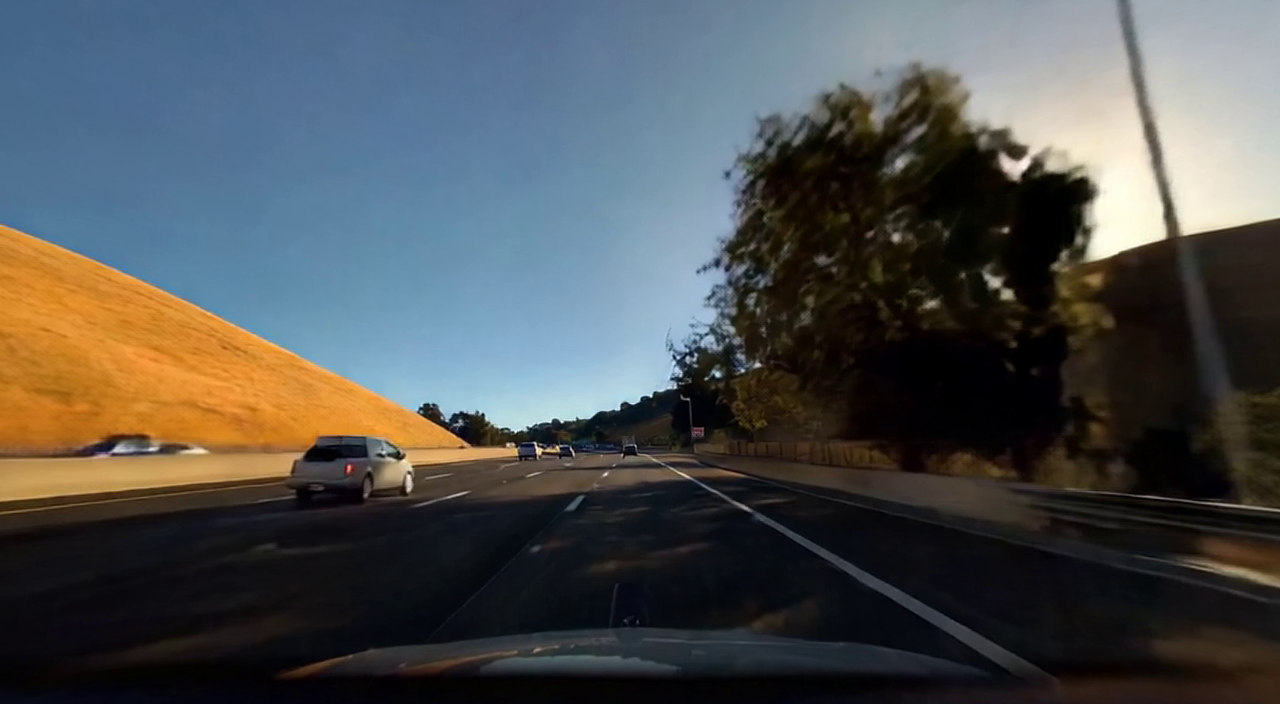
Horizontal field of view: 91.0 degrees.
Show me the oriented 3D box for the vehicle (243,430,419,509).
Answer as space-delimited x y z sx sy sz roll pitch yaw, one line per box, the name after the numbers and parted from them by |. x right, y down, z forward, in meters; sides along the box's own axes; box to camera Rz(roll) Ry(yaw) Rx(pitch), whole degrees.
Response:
-7.159 2.769 15.242 2.045 1.624 4.338 0 -9 0 | vehicle

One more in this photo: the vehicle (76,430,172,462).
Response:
-38.579 7.096 47.349 2.408 2.235 5.708 0 -9 -1 | vehicle
